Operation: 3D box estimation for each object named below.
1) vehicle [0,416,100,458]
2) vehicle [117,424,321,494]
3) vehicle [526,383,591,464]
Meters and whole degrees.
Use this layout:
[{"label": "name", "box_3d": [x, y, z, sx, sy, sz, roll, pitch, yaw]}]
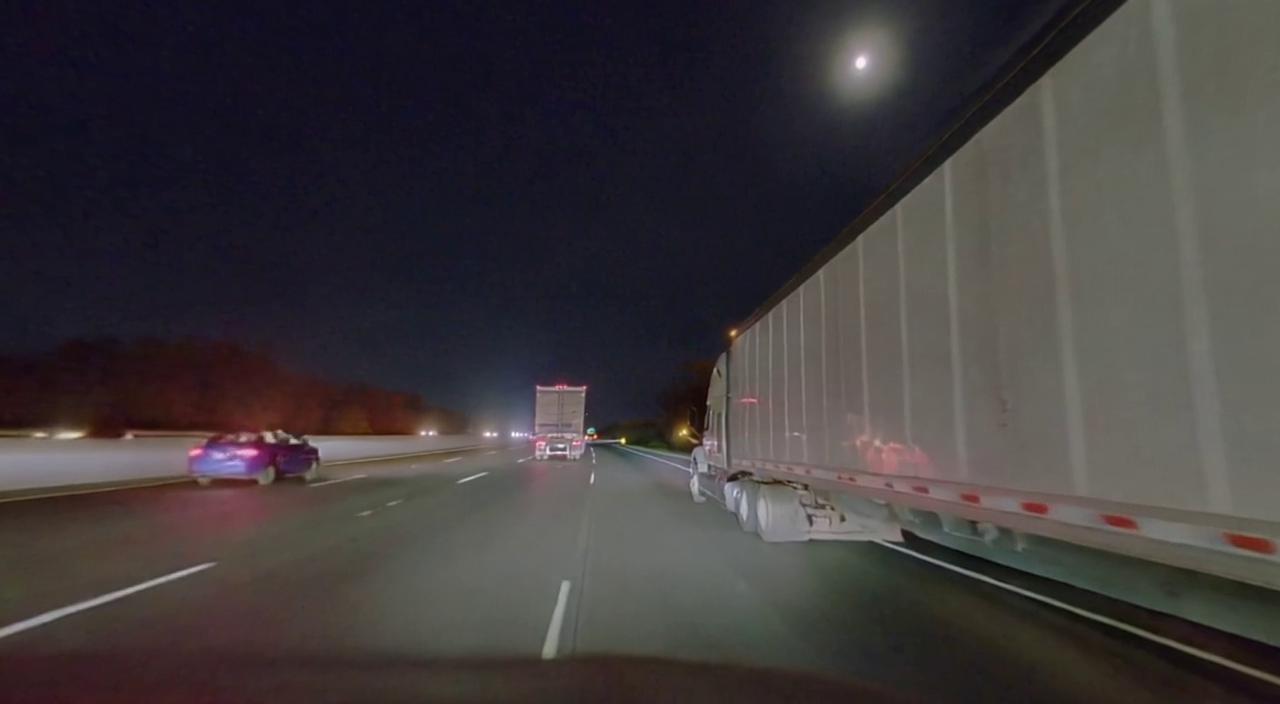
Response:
[{"label": "vehicle", "box_3d": [-24.125, 3.335, 24.751, 1.871, 1.498, 4.540, 0, -8, -4]}, {"label": "vehicle", "box_3d": [-10.558, 2.697, 16.375, 2.138, 1.531, 4.864, 0, -8, -3]}, {"label": "vehicle", "box_3d": [-4.513, 4.417, 37.407, 3.002, 3.987, 12.477, 1, -8, -4]}]
